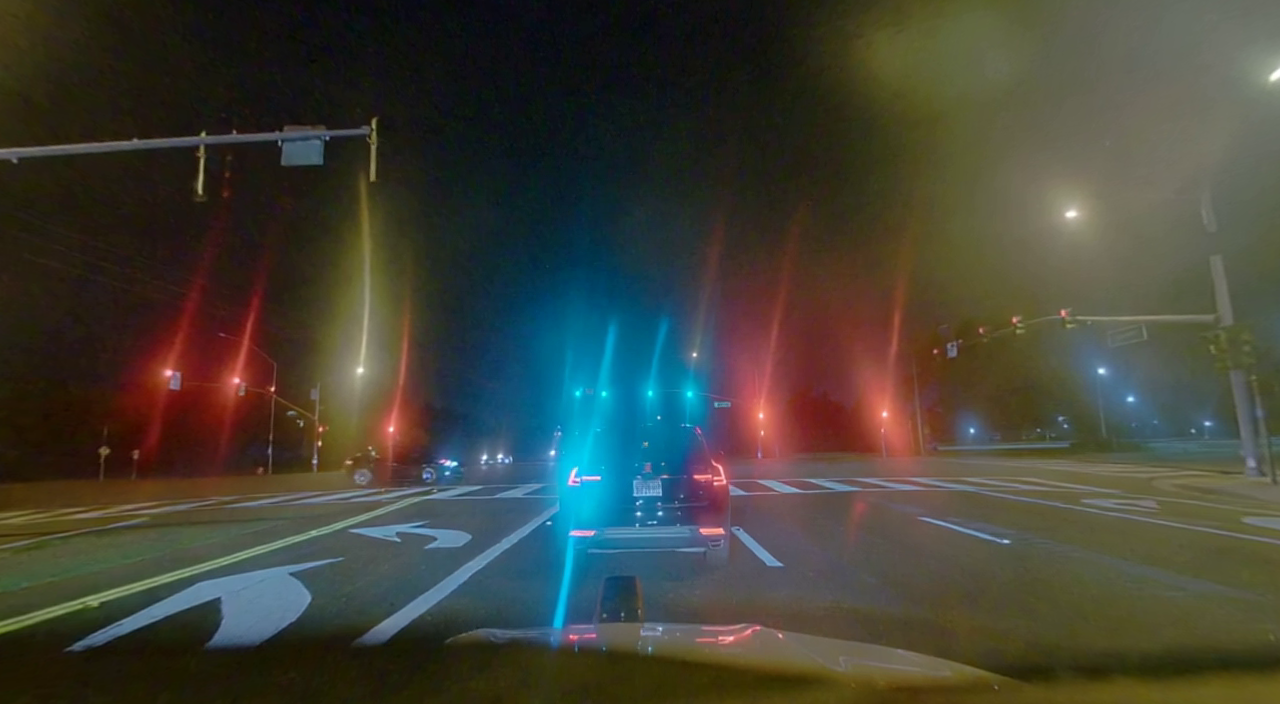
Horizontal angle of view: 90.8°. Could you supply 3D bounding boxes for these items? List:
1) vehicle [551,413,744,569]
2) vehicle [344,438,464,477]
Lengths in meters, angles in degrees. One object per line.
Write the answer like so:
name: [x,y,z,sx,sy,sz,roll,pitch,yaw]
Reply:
vehicle: [0.035,1.758,8.711,2.027,1.626,3.942,0,-8,-1]
vehicle: [-12.016,5.445,32.423,5.247,1.889,2.050,0,-11,2]
